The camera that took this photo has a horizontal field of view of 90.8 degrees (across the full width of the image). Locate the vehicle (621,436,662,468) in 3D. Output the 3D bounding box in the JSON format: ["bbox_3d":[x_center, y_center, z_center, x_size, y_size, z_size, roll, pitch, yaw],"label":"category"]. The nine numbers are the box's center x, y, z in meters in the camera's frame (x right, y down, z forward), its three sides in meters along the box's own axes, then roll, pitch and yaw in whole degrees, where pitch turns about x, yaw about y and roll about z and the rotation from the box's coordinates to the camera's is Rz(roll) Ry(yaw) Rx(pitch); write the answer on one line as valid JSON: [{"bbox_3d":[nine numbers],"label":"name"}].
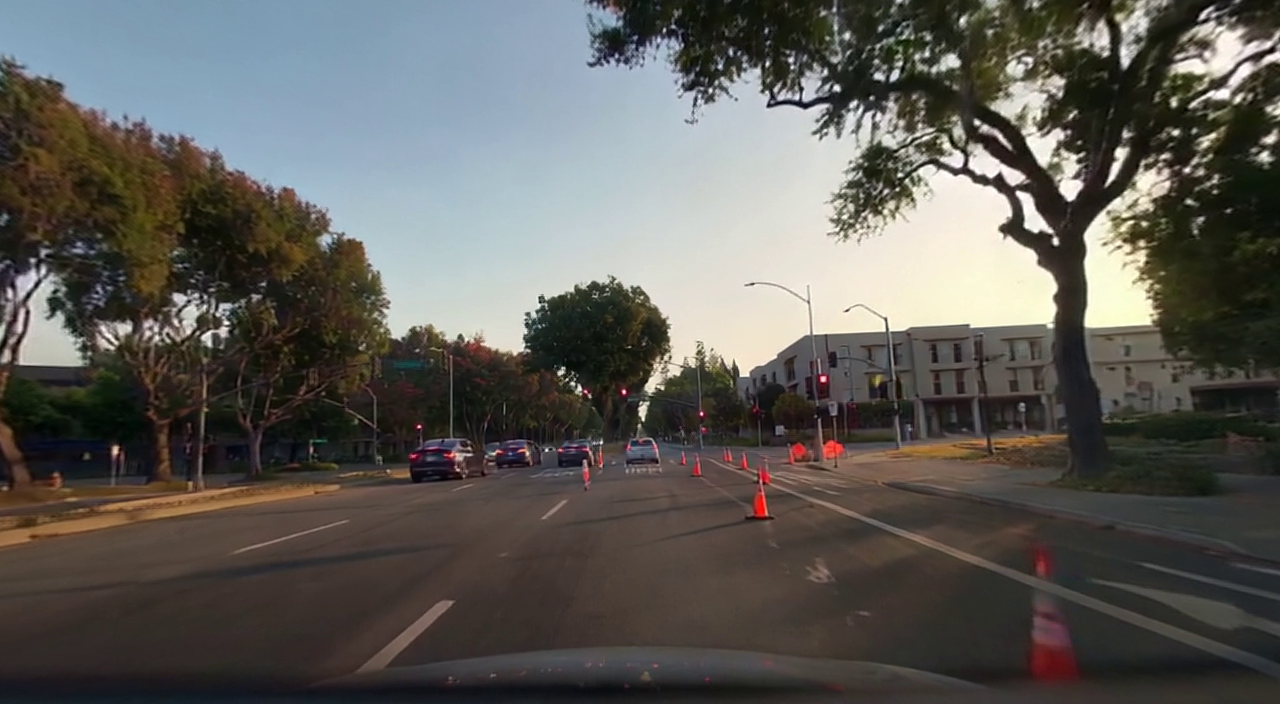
[{"bbox_3d":[0.083,5.081,32.350,1.985,1.521,3.968,0,-8,1],"label":"vehicle"}]

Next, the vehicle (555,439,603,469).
[{"bbox_3d":[-3.011,5.136,32.016,1.946,1.437,4.154,0,-8,1],"label":"vehicle"}]

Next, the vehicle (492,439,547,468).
[{"bbox_3d":[-6.536,5.552,34.644,2.074,1.447,4.224,0,-8,2],"label":"vehicle"}]

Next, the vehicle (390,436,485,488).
[{"bbox_3d":[-6.799,3.717,21.694,1.869,1.570,4.064,0,-8,1],"label":"vehicle"}]
